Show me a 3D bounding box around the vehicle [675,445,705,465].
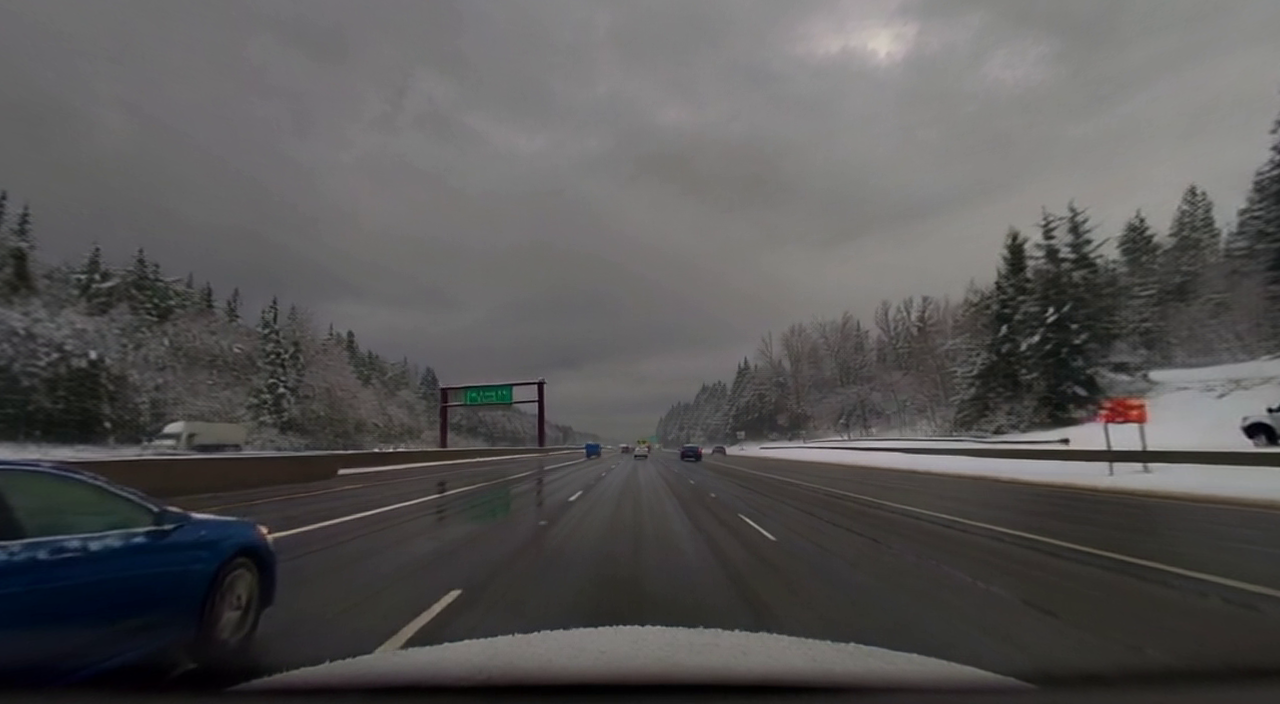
[{"bbox_3d":[3.901,8.152,49.847,2.076,1.506,4.050,0,-9,0],"label":"vehicle"}]

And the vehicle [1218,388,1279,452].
[{"bbox_3d":[41.802,4.509,41.221,2.985,3.956,4.846,0,-9,1],"label":"vehicle"}]

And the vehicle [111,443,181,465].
[{"bbox_3d":[-35.082,7.237,44.839,1.689,1.526,3.848,0,-9,2],"label":"vehicle"}]
